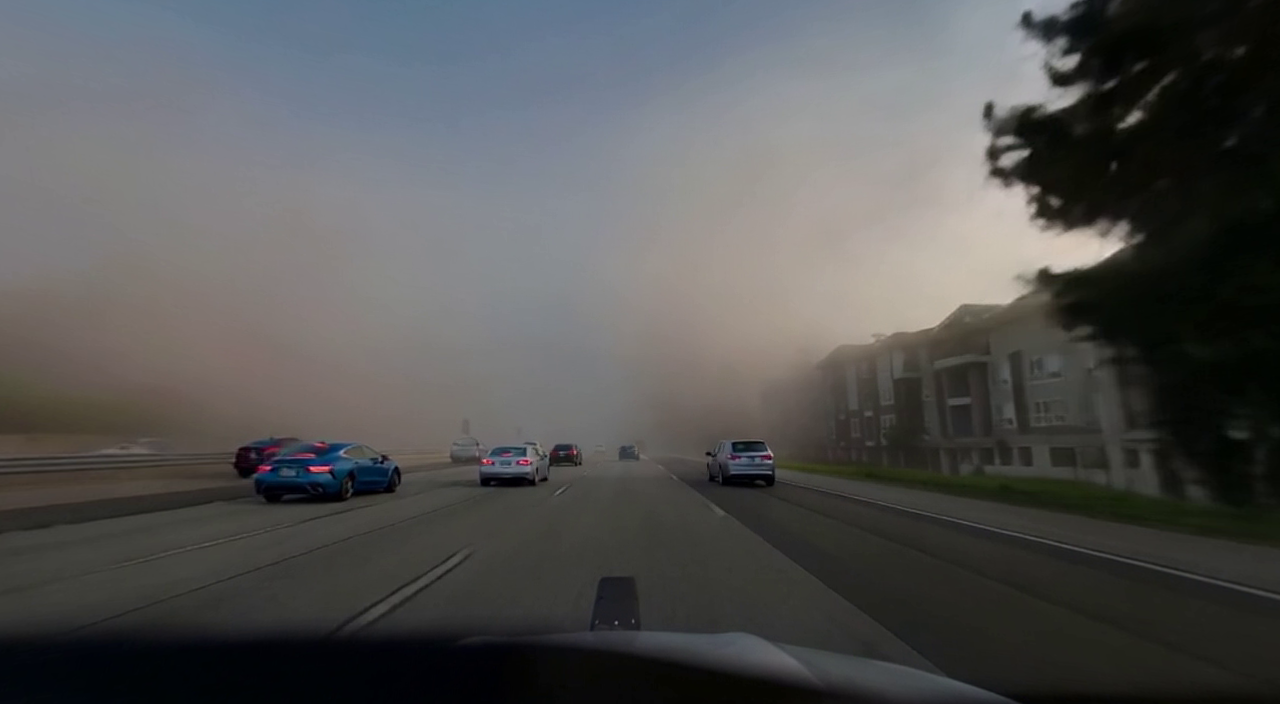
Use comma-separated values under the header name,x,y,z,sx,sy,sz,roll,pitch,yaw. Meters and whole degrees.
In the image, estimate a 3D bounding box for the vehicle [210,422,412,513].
name,x,y,z,sx,sy,sz,roll,pitch,yaw
vehicle,-7.441,2.660,15.109,2.086,1.776,5.080,0,-8,0

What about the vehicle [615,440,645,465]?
name,x,y,z,sx,sy,sz,roll,pitch,yaw
vehicle,-0.693,7.048,44.566,2.053,1.650,3.945,0,-8,-1

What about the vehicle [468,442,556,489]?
name,x,y,z,sx,sy,sz,roll,pitch,yaw
vehicle,-4.228,3.807,21.671,2.124,1.426,4.444,0,-8,0

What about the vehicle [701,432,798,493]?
name,x,y,z,sx,sy,sz,roll,pitch,yaw
vehicle,3.218,3.361,19.544,2.061,1.658,4.417,0,-8,-2

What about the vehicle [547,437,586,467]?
name,x,y,z,sx,sy,sz,roll,pitch,yaw
vehicle,-4.697,6.457,40.920,2.044,1.774,4.329,0,-8,0
